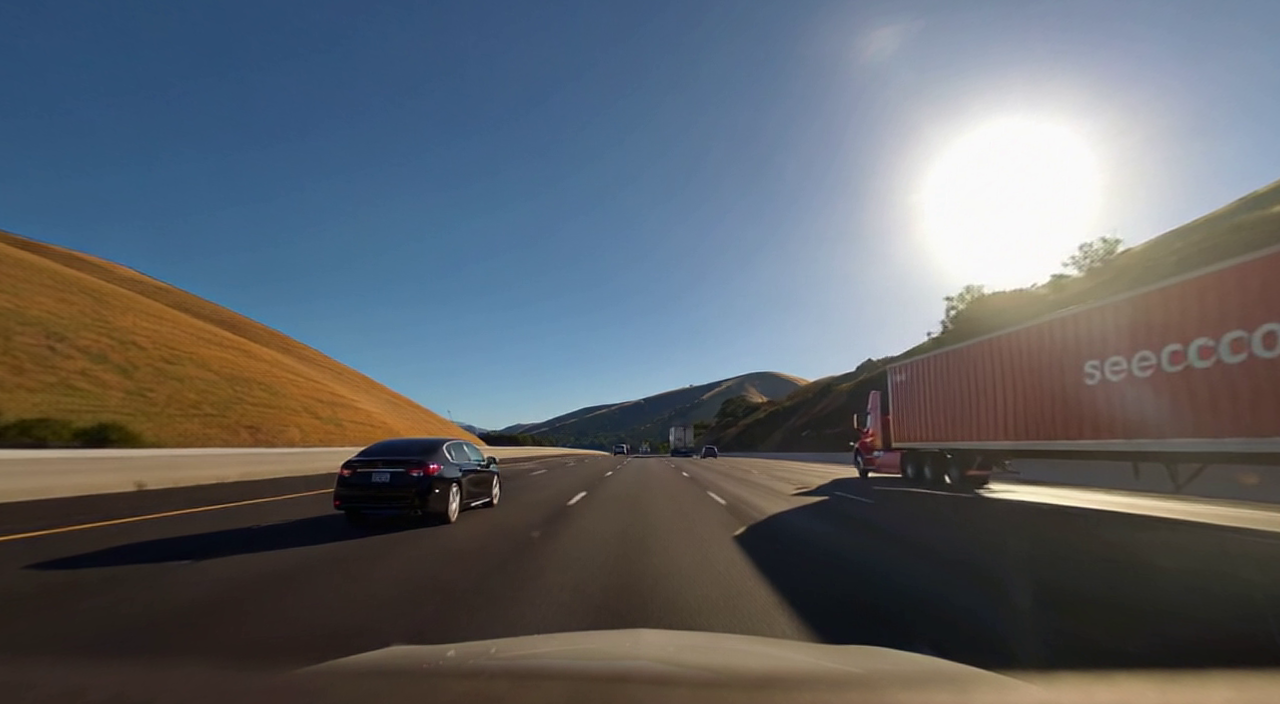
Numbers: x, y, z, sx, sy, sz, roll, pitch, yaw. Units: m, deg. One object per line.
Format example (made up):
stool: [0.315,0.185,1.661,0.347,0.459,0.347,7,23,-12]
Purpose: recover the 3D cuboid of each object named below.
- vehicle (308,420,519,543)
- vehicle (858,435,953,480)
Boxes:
vehicle: [-3.383,2.009,10.313,1.967,1.615,3.886,0,-9,1]
vehicle: [11.213,4.490,26.917,2.062,1.736,4.589,0,-9,0]
